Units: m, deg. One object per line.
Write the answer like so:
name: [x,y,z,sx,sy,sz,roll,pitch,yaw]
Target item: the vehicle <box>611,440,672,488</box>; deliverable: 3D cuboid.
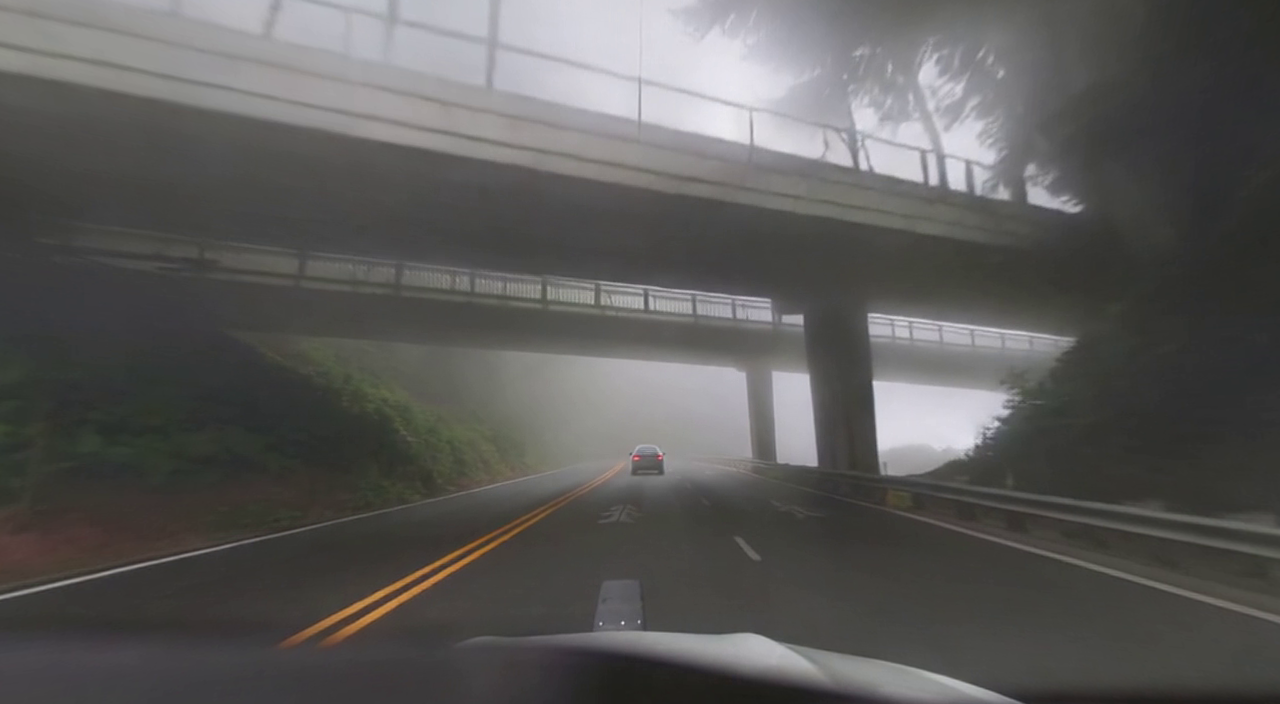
vehicle: [0.076,4.036,22.921,2.037,1.601,3.643,0,-9,1]
